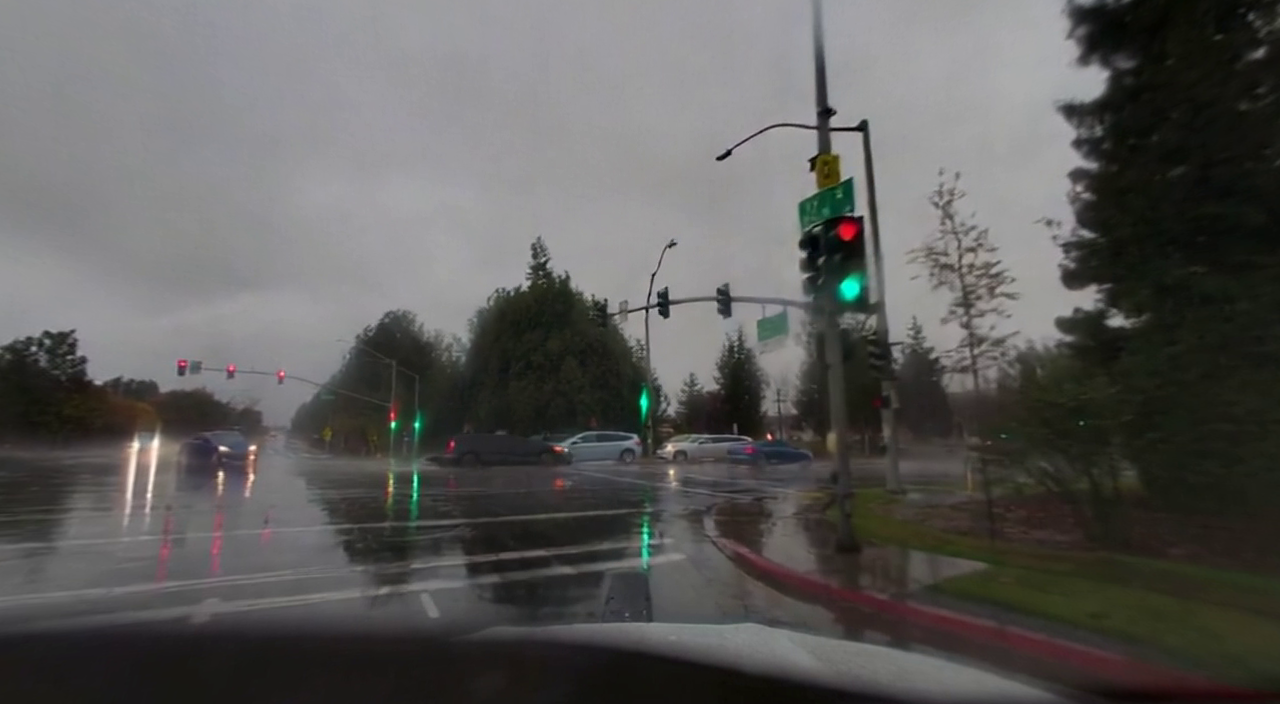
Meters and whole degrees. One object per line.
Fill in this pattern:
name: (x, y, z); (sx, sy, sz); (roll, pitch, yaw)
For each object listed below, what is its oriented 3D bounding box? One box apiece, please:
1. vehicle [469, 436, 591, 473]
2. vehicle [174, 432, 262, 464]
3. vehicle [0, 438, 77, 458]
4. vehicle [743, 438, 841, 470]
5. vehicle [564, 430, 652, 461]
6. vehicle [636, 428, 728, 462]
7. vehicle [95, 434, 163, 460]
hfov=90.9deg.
vehicle: (-4.225, 4.030, 24.790); (4.425, 1.366, 1.865); (0, -9, -1)
vehicle: (-20.369, 4.637, 30.326); (4.686, 1.425, 2.018); (-7, -11, 38)
vehicle: (-48.092, 7.624, 49.876); (4.826, 1.484, 2.000); (1, -9, -6)
vehicle: (7.699, 5.140, 31.761); (5.032, 1.473, 1.827); (6, -11, -33)
vehicle: (-1.715, 5.144, 34.589); (4.483, 1.589, 1.852); (6, -11, -32)
vehicle: (2.828, 6.142, 41.404); (5.791, 1.964, 2.199); (7, -11, -32)
vehicle: (-36.787, 6.834, 45.286); (5.332, 1.807, 2.450); (-7, -11, 37)
